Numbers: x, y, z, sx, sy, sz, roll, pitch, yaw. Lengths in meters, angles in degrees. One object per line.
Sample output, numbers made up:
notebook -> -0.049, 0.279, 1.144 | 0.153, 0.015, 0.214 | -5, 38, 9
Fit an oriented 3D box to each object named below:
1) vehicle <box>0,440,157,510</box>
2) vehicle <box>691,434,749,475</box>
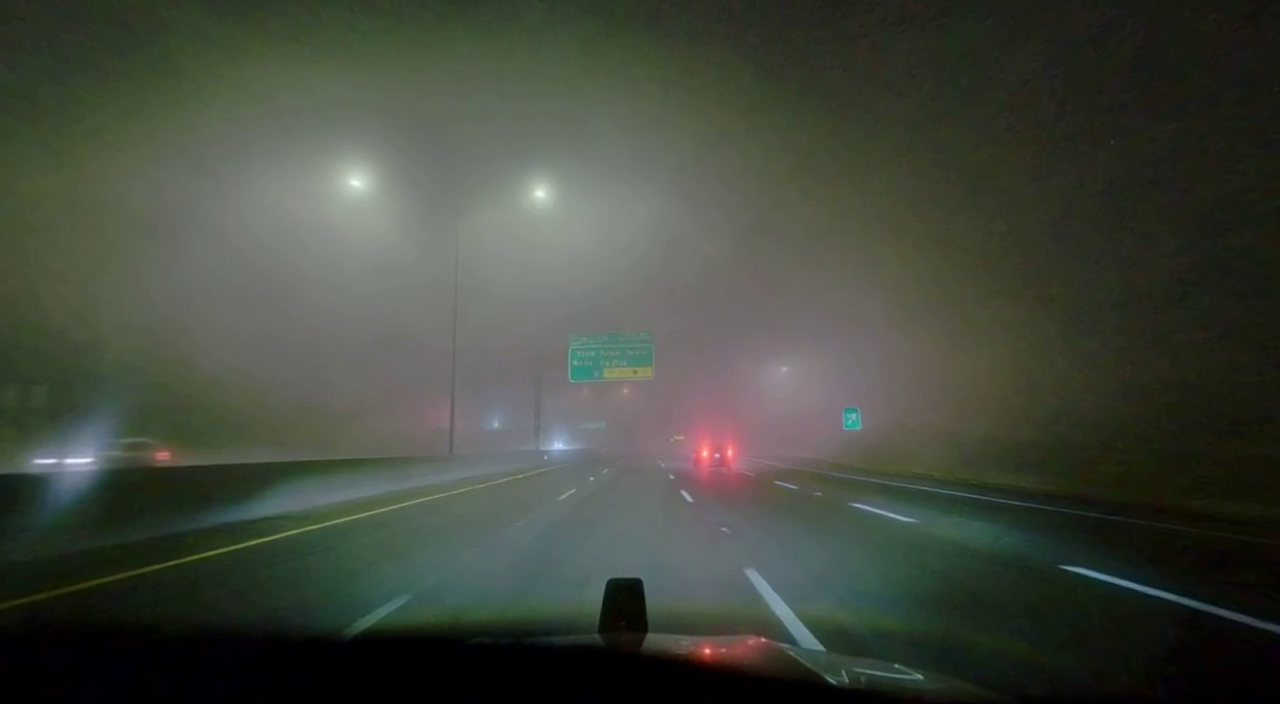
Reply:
vehicle -> -14.904, 2.963, 15.613 | 1.938, 1.498, 4.851 | 0, -8, 2
vehicle -> 3.554, 4.656, 28.868 | 2.039, 1.701, 4.834 | 0, -8, 0
